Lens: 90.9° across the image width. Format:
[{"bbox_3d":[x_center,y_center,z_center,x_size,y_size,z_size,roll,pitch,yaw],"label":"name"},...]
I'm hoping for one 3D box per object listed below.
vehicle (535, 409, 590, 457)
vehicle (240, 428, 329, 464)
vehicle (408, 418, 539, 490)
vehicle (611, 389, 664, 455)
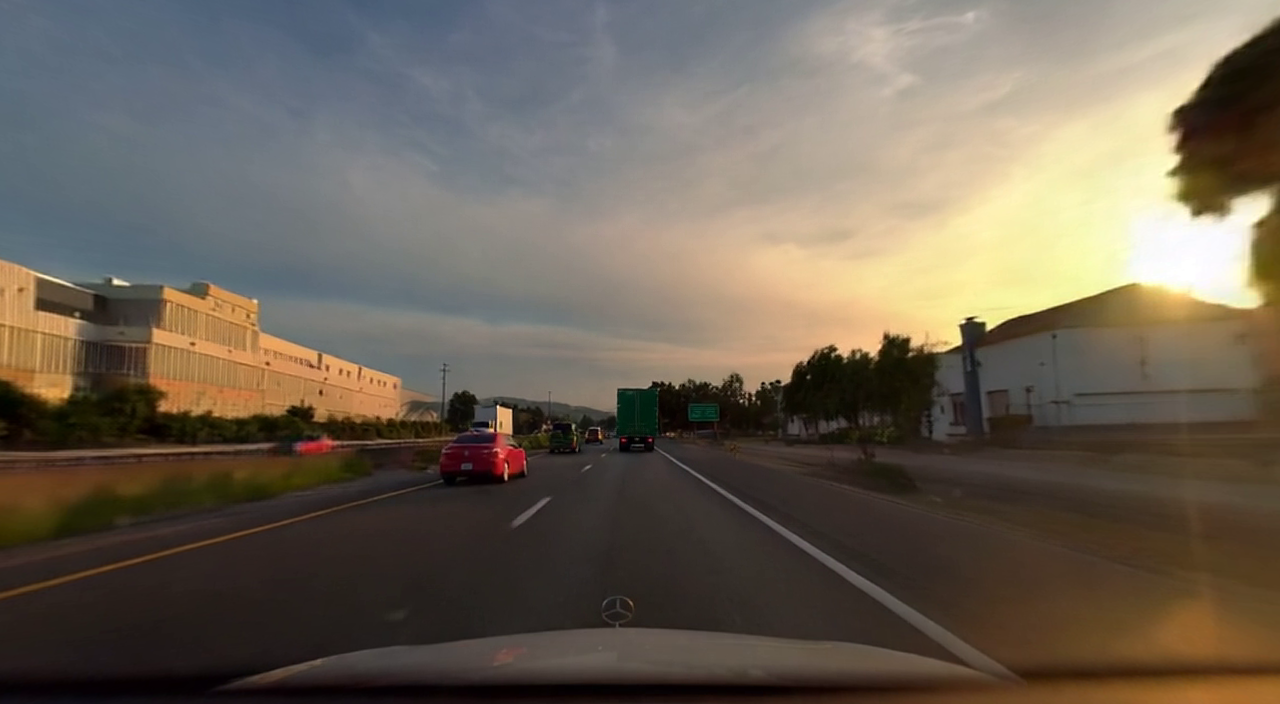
[{"bbox_3d":[-4.718,5.146,39.868,2.717,2.714,6.997,1,-8,-1],"label":"vehicle"},{"bbox_3d":[-17.663,4.667,31.583,1.897,1.621,4.406,0,-7,-1],"label":"vehicle"},{"bbox_3d":[-4.143,2.628,16.735,2.005,1.602,5.131,0,-7,1],"label":"vehicle"},{"bbox_3d":[-0.291,4.950,43.812,3.259,4.066,9.891,1,-7,-2],"label":"vehicle"}]
